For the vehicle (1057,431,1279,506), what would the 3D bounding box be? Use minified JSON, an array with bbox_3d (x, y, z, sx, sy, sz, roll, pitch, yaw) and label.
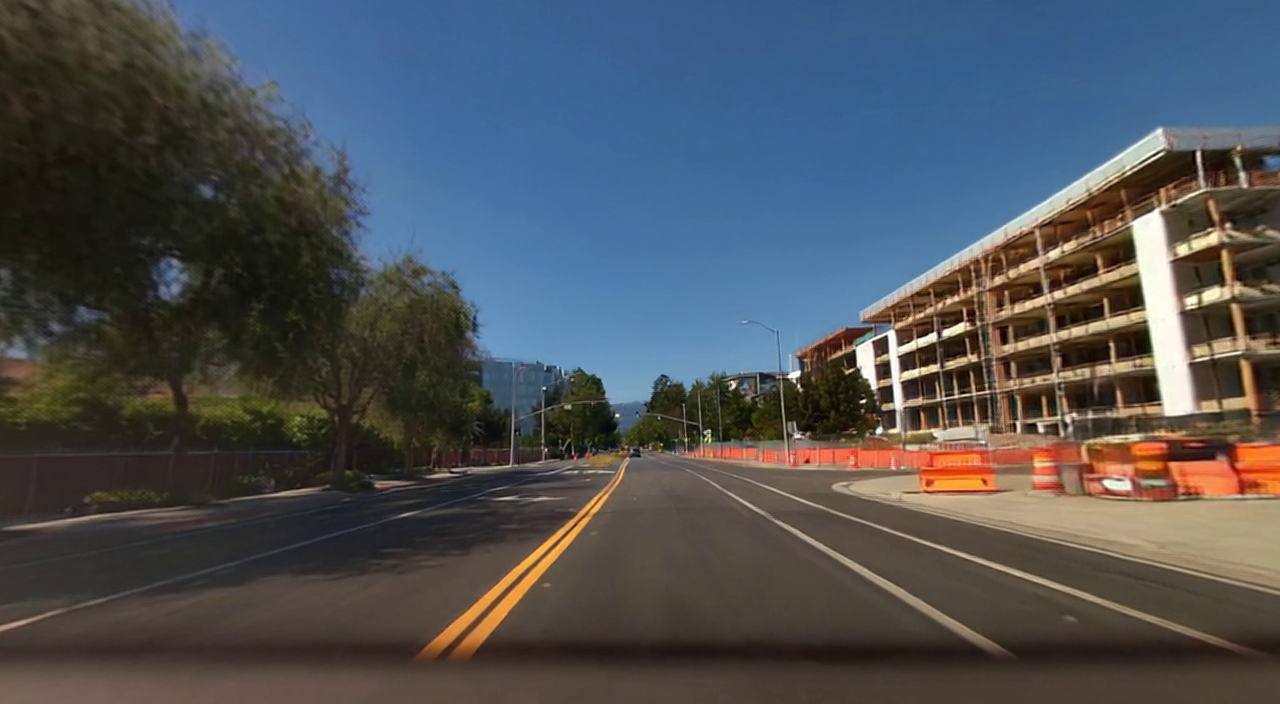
[{"bbox_3d":[11.558,2.394,13.189,4.251,1.418,1.896,-1,-9,4],"label":"vehicle"}]
